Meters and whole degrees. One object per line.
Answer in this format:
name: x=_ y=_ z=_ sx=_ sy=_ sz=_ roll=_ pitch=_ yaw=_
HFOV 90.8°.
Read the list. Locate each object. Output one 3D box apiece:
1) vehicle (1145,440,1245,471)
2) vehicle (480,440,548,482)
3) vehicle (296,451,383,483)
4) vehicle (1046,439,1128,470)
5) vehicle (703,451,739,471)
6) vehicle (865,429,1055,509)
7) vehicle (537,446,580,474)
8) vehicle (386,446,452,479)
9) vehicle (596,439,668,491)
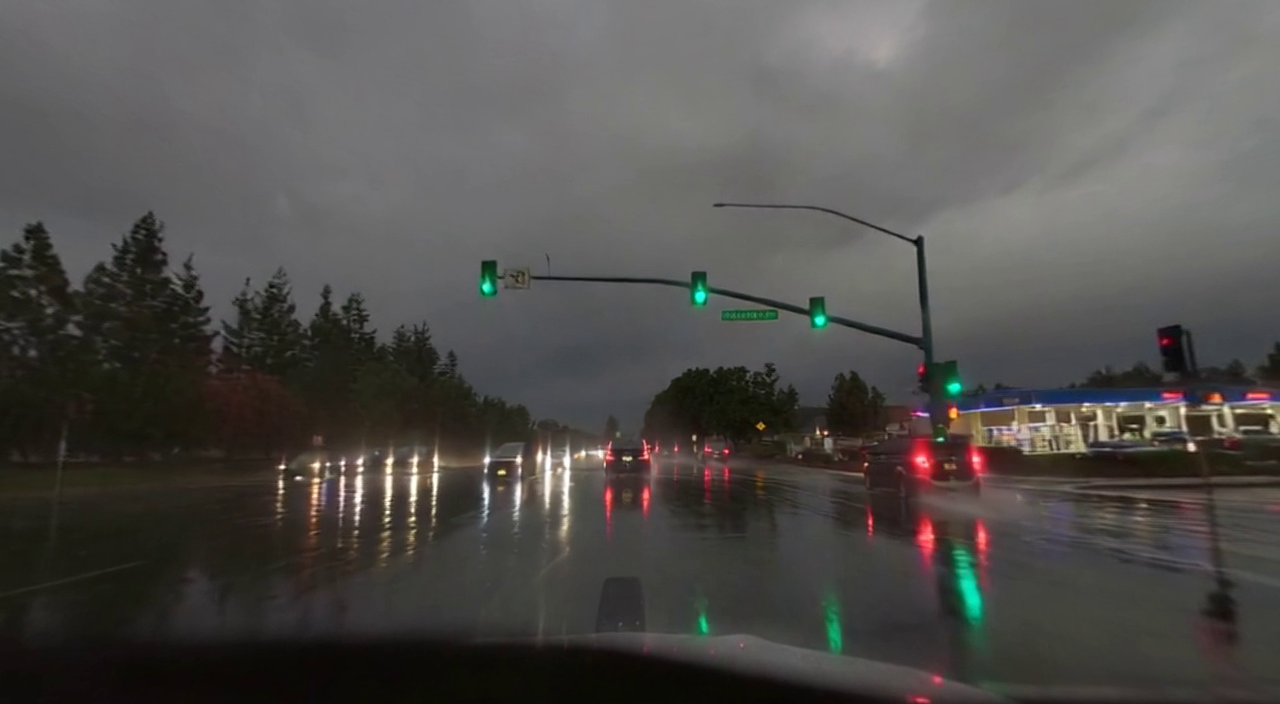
vehicle: x=27.720 y=5.154 z=31.555 sx=4.512 sy=1.468 sz=1.909 roll=4 pitch=-9 yaw=-24
vehicle: x=-5.483 y=4.796 z=28.100 sx=1.990 sy=1.673 sz=4.436 roll=0 pitch=-9 yaw=1
vehicle: x=-14.845 y=5.670 z=31.543 sx=2.001 sy=1.463 sz=4.673 roll=0 pitch=-9 yaw=0
vehicle: x=26.000 y=5.963 z=36.751 sx=4.246 sy=1.686 sz=1.910 roll=4 pitch=-10 yaw=-25
vehicle: x=6.322 y=8.558 z=49.749 sx=2.143 sy=1.508 sz=4.274 roll=0 pitch=-9 yaw=-2
vehicle: x=6.800 y=2.535 z=14.101 sx=1.890 sy=1.489 sz=4.396 roll=0 pitch=-9 yaw=-1
vehicle: x=-5.209 y=6.987 z=41.024 sx=2.137 sy=1.685 sz=4.587 roll=0 pitch=-9 yaw=0
vehicle: x=-11.822 y=5.919 z=34.077 sx=1.944 sy=1.647 sz=4.395 roll=0 pitch=-9 yaw=0
vehicle: x=-0.273 y=3.509 z=19.856 sx=2.040 sy=1.451 sz=3.736 roll=0 pitch=-9 yaw=-1
